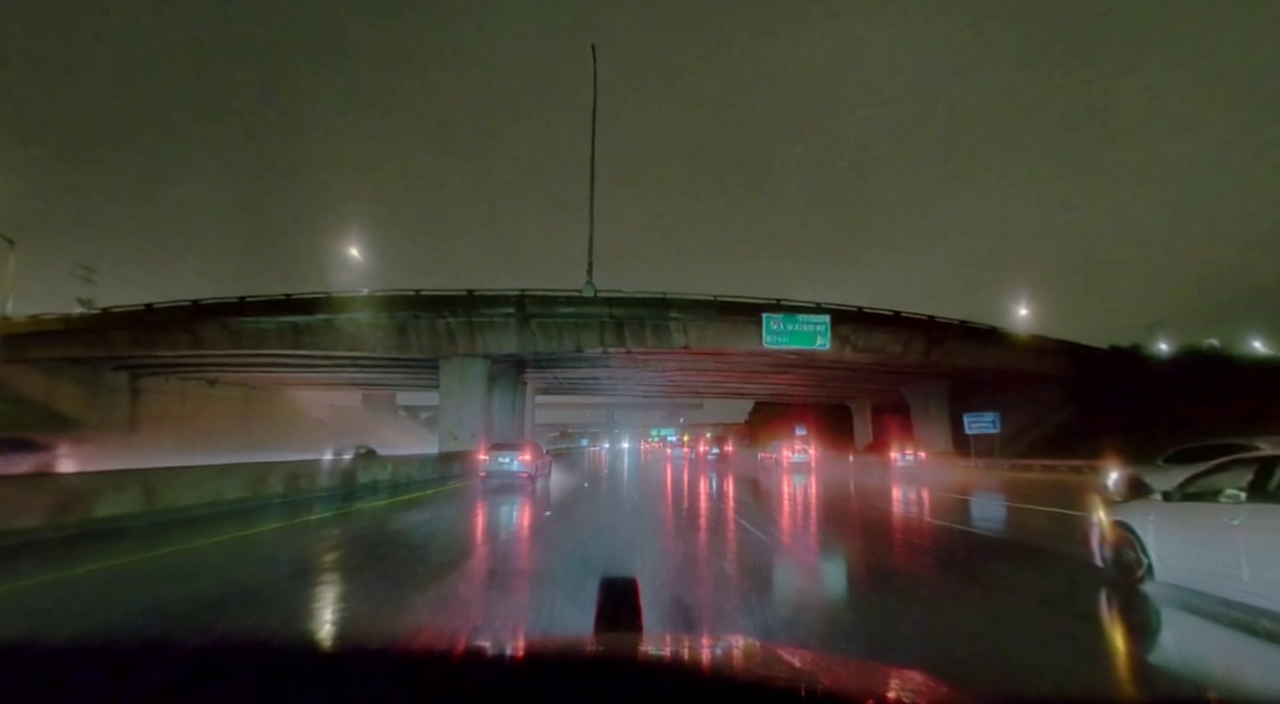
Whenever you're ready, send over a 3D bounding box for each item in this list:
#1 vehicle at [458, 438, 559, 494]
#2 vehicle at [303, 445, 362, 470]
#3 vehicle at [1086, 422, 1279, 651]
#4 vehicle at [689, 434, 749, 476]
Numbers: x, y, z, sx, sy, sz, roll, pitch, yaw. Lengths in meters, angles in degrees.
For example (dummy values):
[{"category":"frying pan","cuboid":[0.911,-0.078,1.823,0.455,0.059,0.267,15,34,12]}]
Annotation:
[{"category":"vehicle","cuboid":[-3.868,3.442,19.462,1.997,1.476,4.703,0,-8,1]},{"category":"vehicle","cuboid":[-18.995,6.504,39.179,1.827,1.458,4.088,0,-8,-3]},{"category":"vehicle","cuboid":[5.149,1.143,3.720,1.989,1.472,4.322,0,-8,2]},{"category":"vehicle","cuboid":[3.468,4.628,28.551,2.072,1.761,4.242,0,-8,-2]}]
